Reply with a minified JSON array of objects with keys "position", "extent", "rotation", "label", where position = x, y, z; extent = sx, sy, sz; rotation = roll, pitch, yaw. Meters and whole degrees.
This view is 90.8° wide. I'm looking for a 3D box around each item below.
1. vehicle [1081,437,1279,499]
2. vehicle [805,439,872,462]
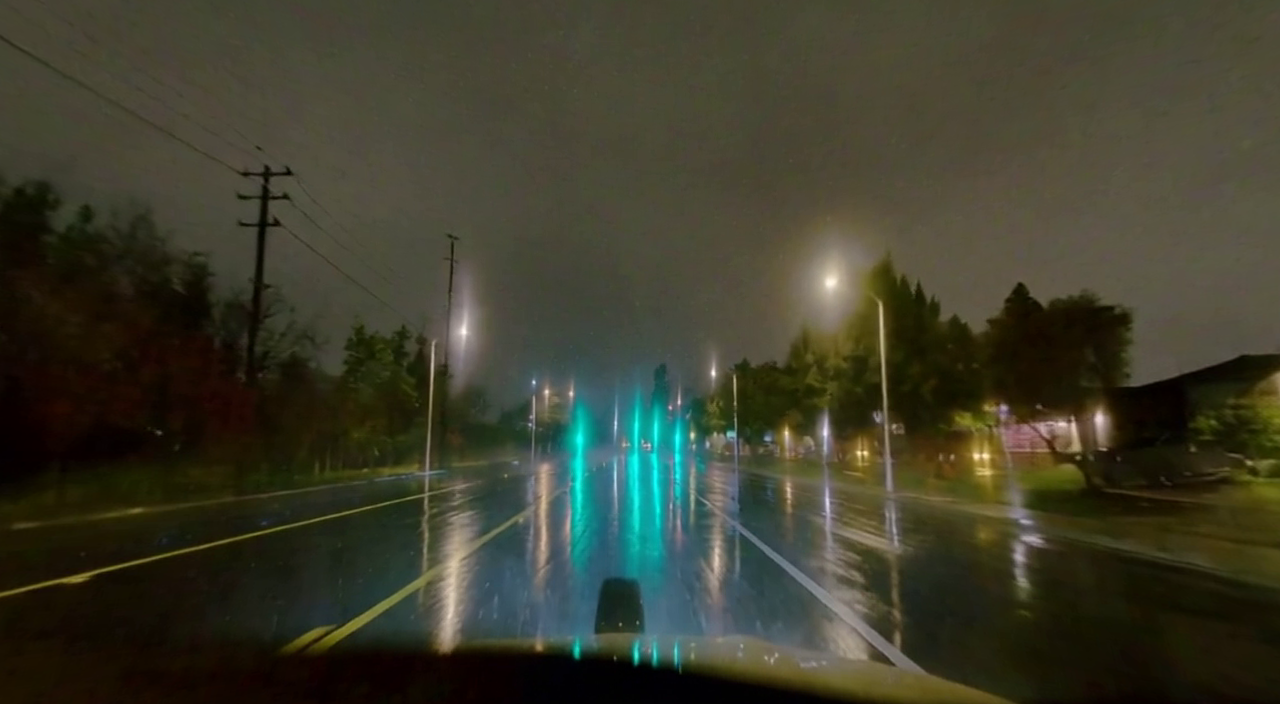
[{"position":[14.426,2.928,16.181],"extent":[4.664,1.450,2.025],"rotation":[0,-8,3],"label":"vehicle"},{"position":[15.208,7.581,48.598],"extent":[4.505,1.671,1.888],"rotation":[0,-9,-2],"label":"vehicle"}]
